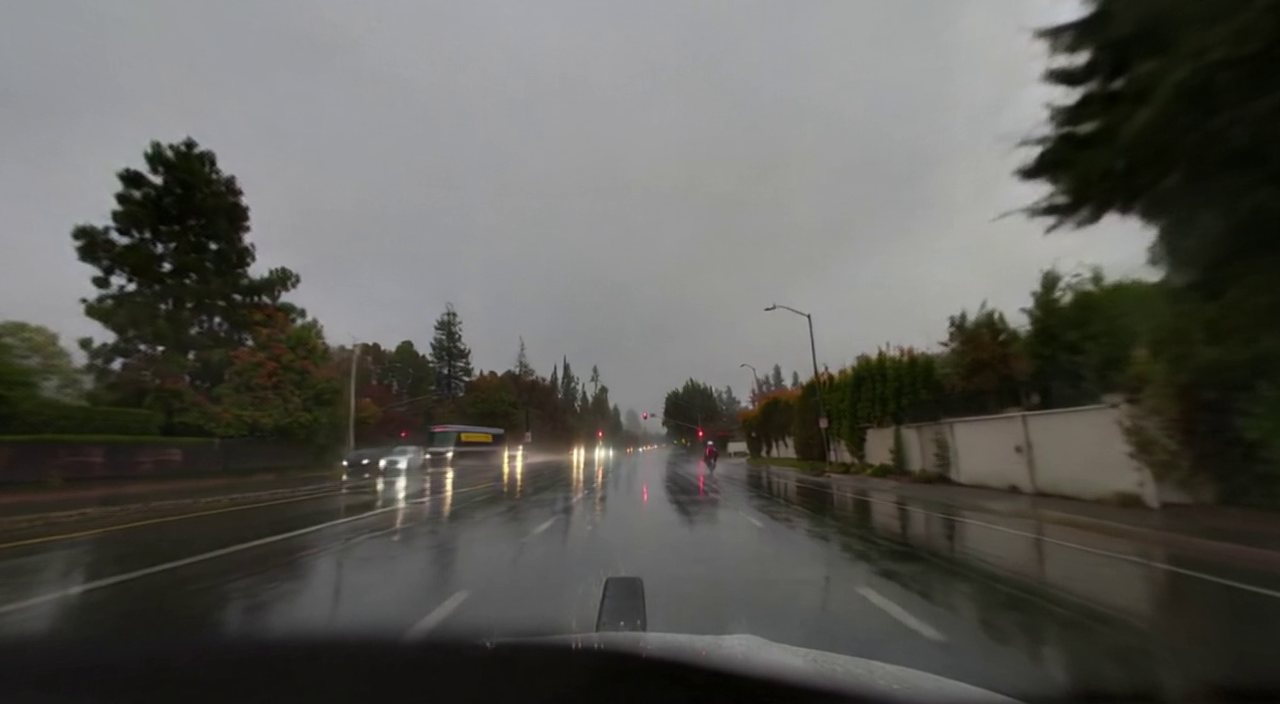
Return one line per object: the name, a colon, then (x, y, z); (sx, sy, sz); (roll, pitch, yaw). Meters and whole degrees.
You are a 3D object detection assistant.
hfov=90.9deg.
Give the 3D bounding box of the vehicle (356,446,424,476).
vehicle: (-13.814, 6.029, 35.114); (1.888, 1.456, 4.406); (-1, -8, 1)
